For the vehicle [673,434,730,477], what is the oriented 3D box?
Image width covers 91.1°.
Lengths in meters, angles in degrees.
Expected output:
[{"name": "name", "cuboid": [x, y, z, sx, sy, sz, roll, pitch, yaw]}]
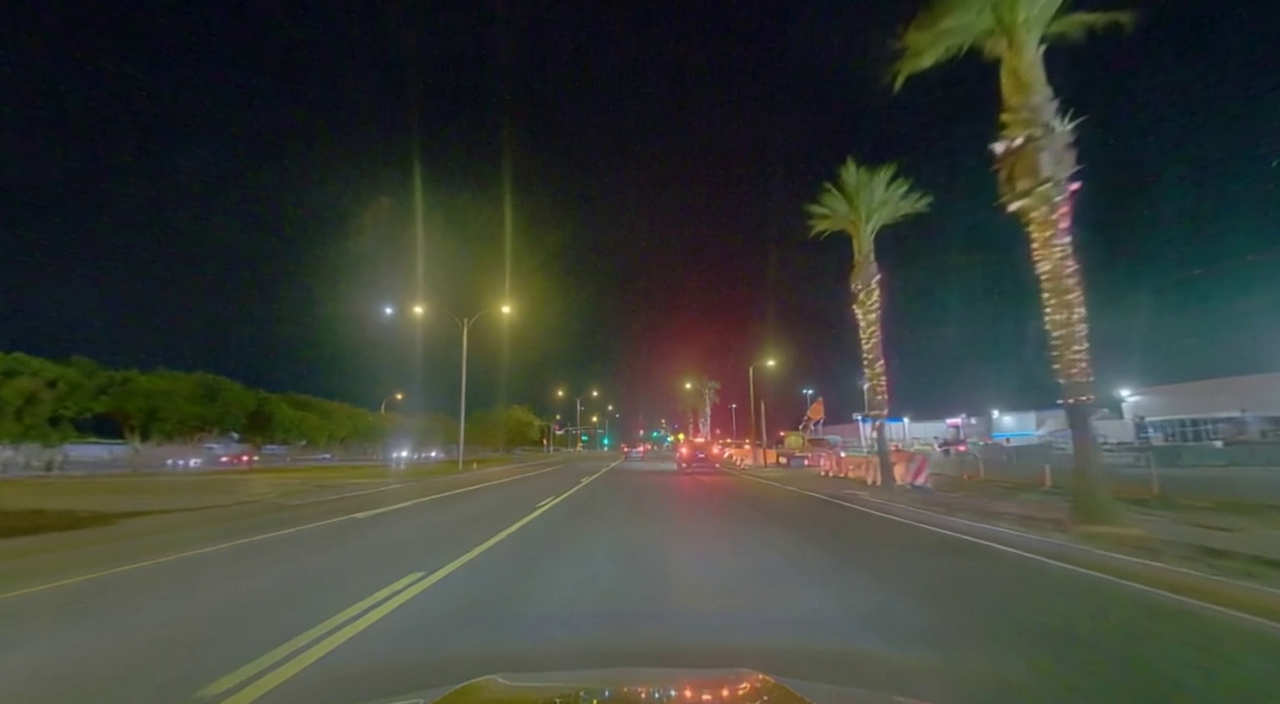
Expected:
[{"name": "vehicle", "cuboid": [3.001, 5.228, 32.129, 2.386, 1.970, 5.665, 0, -8, 0]}]

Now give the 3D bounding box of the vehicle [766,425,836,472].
[{"name": "vehicle", "cuboid": [11.204, 6.669, 43.541, 2.609, 2.976, 4.867, -7, -11, 41]}]
